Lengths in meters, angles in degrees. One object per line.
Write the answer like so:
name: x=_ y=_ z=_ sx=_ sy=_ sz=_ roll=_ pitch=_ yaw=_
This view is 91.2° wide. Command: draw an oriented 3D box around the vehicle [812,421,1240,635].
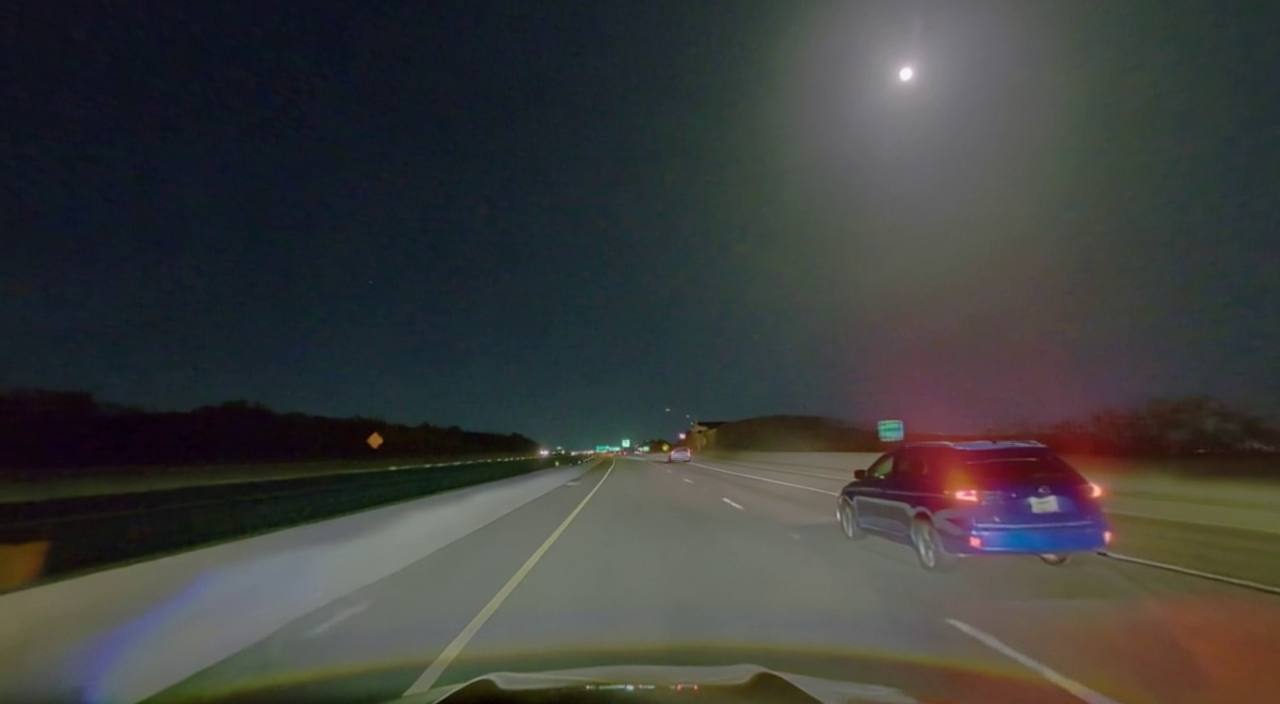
vehicle: x=3.553 y=1.679 z=7.003 sx=2.002 sy=1.604 sz=4.265 roll=0 pitch=-9 yaw=-1
